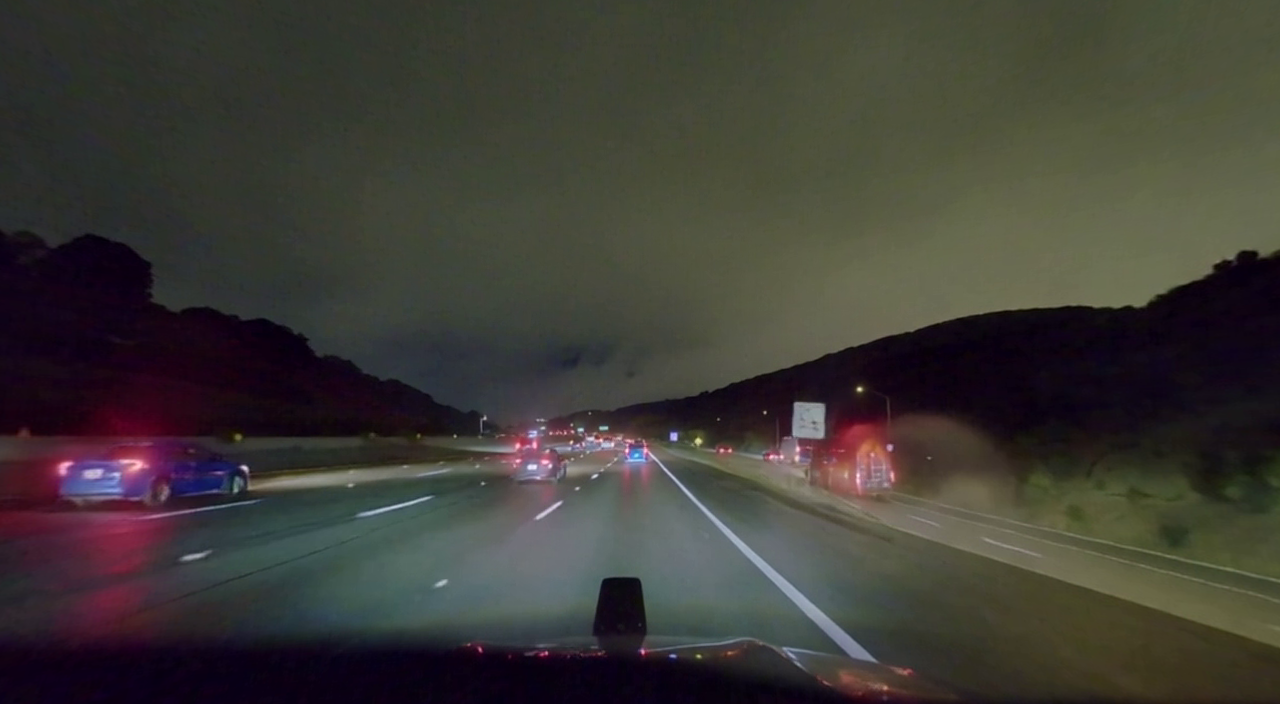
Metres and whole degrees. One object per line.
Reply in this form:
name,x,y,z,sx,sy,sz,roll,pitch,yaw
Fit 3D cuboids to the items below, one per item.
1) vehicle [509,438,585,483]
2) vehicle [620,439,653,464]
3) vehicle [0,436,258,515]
vehicle,-3.391,4.071,23.953,2.080,1.505,4.649,-1,-8,1
vehicle,-0.242,6.905,43.980,2.138,1.674,4.044,0,-8,0
vehicle,-11.337,2.711,14.513,1.945,1.466,4.947,0,-8,1
